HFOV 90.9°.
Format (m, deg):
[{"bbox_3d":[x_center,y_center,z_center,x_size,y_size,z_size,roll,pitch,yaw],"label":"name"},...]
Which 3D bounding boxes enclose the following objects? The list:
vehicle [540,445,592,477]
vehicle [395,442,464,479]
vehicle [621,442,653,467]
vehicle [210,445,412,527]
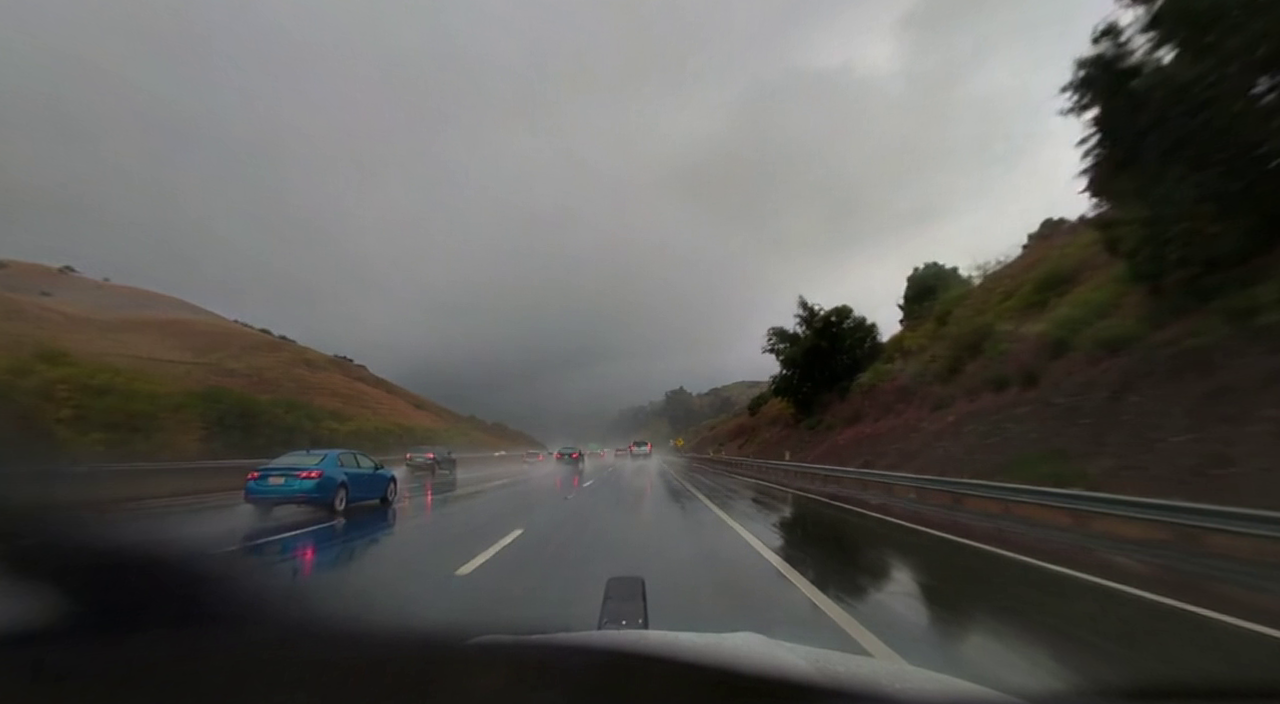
[{"bbox_3d":[-3.726,5.583,32.693,2.144,1.505,4.649,0,-8,0],"label":"vehicle"},{"bbox_3d":[-10.879,5.617,32.992,2.025,1.750,4.505,0,-8,0],"label":"vehicle"},{"bbox_3d":[-0.241,7.251,44.986,2.225,1.674,4.044,0,-8,-1],"label":"vehicle"},{"bbox_3d":[-6.731,2.744,13.576,1.991,1.441,4.265,0,-8,1],"label":"vehicle"}]
